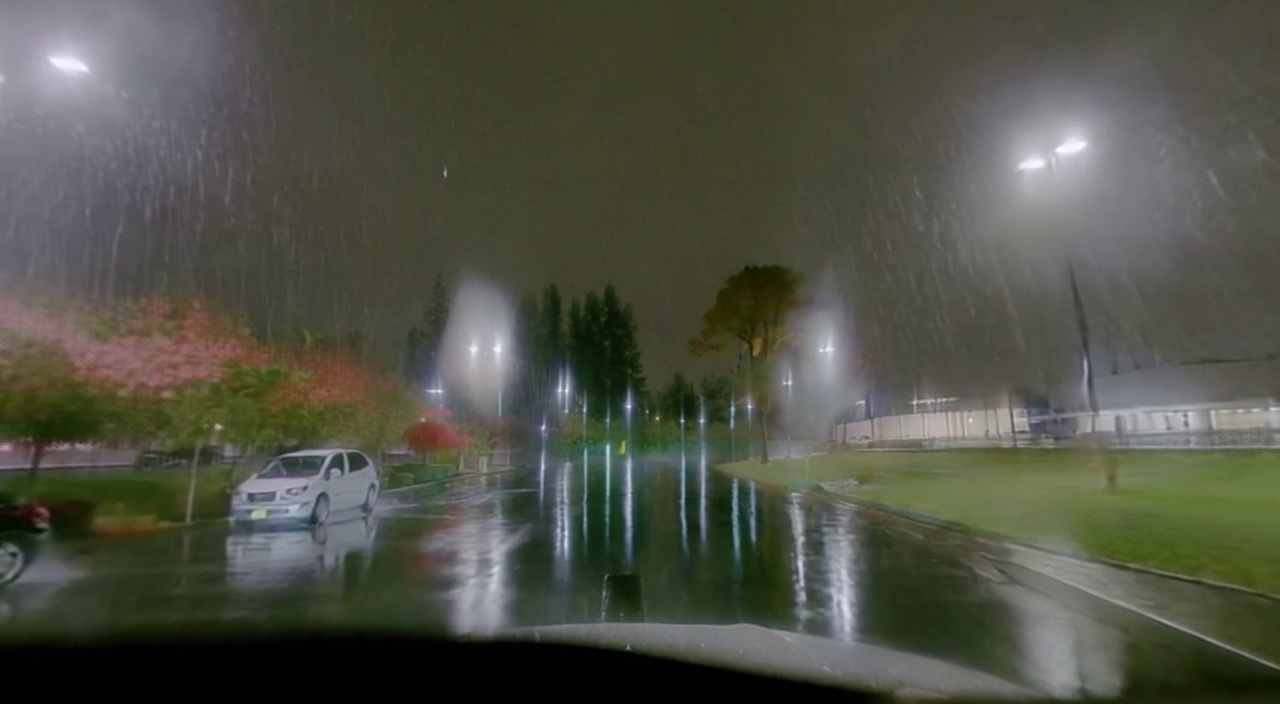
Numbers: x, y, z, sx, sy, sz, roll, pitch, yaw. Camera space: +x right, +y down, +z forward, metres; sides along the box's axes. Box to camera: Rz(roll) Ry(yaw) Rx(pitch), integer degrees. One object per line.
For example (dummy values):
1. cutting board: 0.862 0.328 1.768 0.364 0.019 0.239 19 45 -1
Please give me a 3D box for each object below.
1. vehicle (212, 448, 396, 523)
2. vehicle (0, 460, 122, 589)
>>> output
1. vehicle: -8.970 3.552 17.537 2.360 1.741 4.912 0 -9 0
2. vehicle: -8.840 2.052 7.206 2.038 1.525 4.383 0 -9 2
